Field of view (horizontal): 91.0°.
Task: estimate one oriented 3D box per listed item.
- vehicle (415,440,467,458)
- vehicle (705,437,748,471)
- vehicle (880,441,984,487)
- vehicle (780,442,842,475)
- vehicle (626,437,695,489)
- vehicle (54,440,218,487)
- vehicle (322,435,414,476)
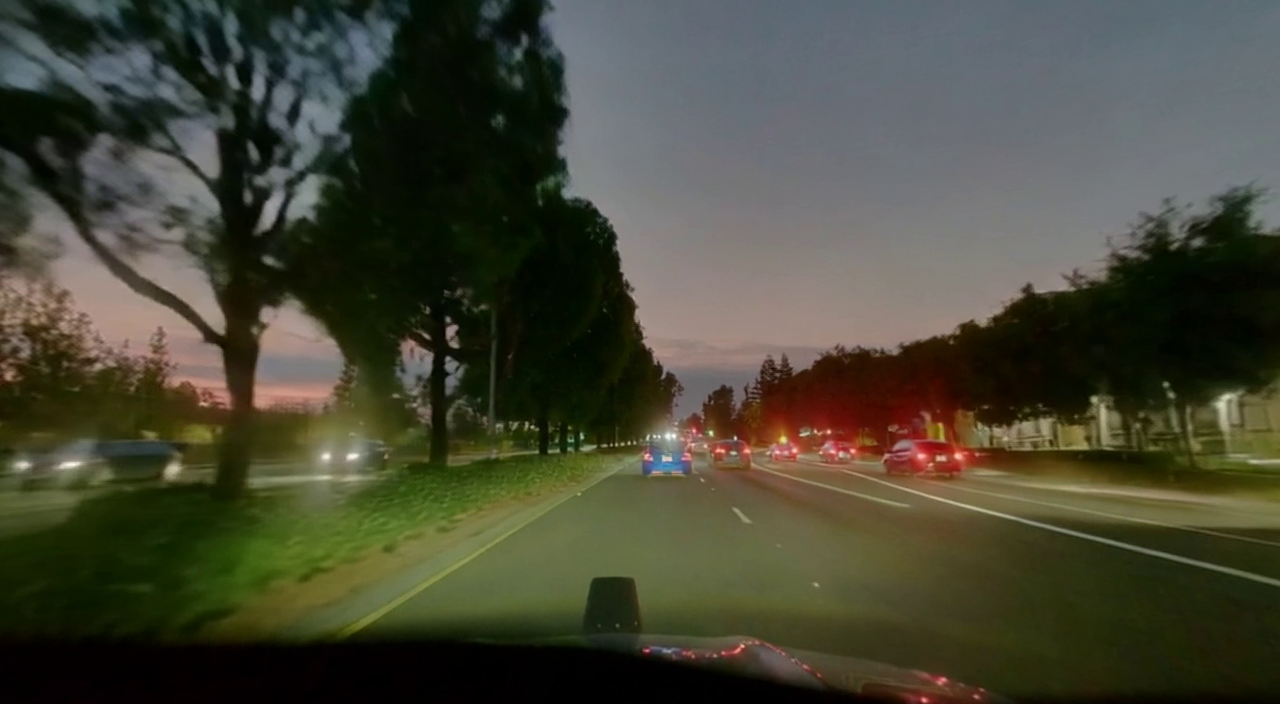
[{"bbox_3d":[-13.109,6.411,41.720,1.890,1.132,4.497,1,-8,2],"label":"vehicle"},{"bbox_3d":[4.872,5.787,35.947,1.976,1.796,4.159,0,-9,2],"label":"vehicle"},{"bbox_3d":[11.935,4.592,26.193,2.106,1.719,4.830,0,-9,2],"label":"vehicle"},{"bbox_3d":[8.271,5.189,30.866,1.928,1.488,4.361,0,-9,1],"label":"vehicle"},{"bbox_3d":[0.690,3.786,21.876,2.145,1.603,4.369,0,-9,1],"label":"vehicle"},{"bbox_3d":[-17.243,3.812,21.923,1.874,1.441,4.625,0,-9,0],"label":"vehicle"},{"bbox_3d":[-10.835,4.152,25.460,1.938,1.502,4.209,0,-9,-2],"label":"vehicle"}]
